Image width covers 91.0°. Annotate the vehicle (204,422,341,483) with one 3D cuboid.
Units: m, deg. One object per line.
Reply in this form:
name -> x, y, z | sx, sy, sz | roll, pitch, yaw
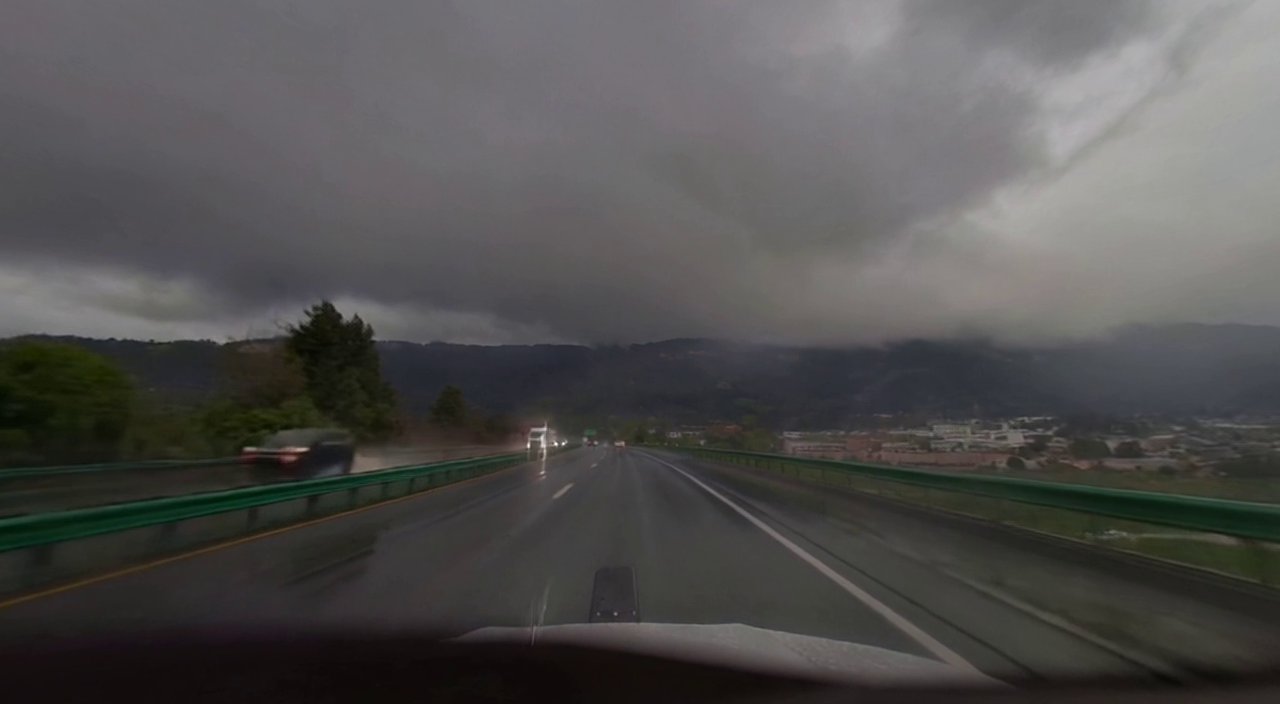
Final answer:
vehicle -> -13.920, 3.818, 24.327 | 2.162, 2.050, 5.301 | 0, -8, -1
